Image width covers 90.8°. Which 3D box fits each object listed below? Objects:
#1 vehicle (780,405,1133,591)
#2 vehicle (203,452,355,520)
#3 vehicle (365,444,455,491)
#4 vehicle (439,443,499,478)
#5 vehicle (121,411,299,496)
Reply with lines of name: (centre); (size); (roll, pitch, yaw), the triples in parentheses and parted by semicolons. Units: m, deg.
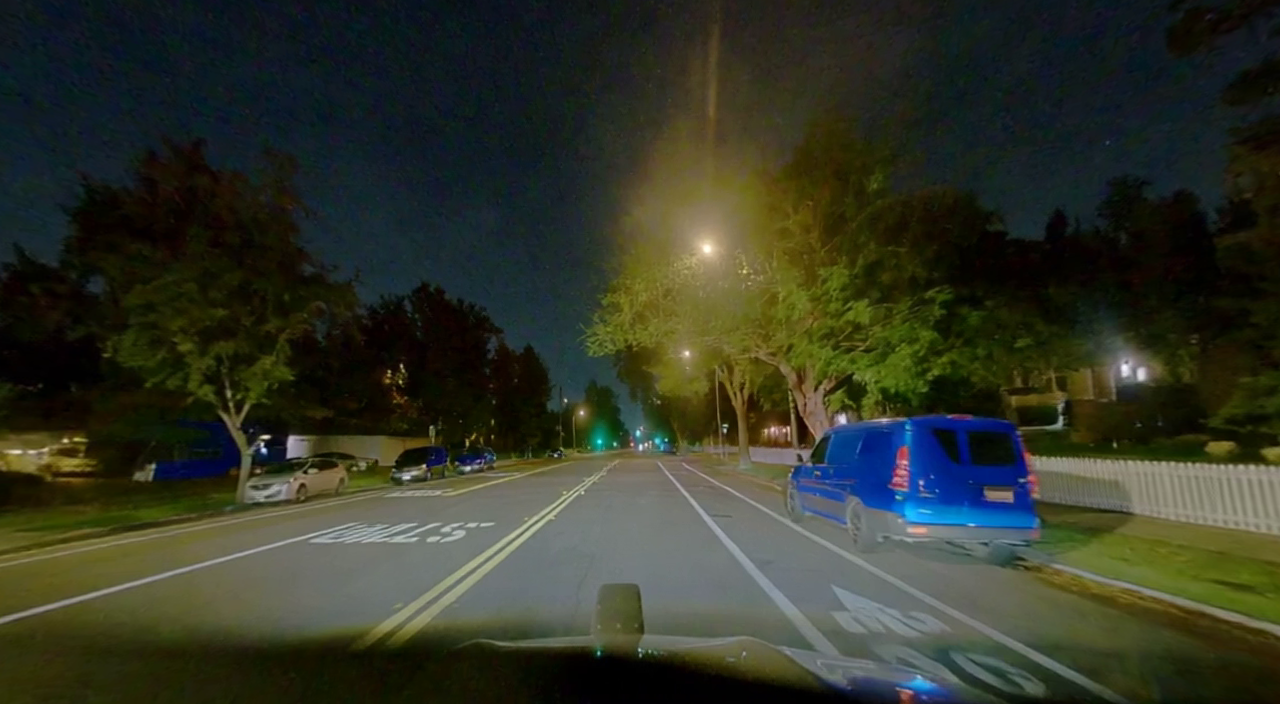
vehicle: (3.941, 1.949, 9.499); (2.407, 1.926, 5.615); (0, -9, 0)
vehicle: (-11.282, 4.156, 20.228); (2.186, 1.532, 4.751); (-5, -7, -1)
vehicle: (-11.102, 5.578, 31.065); (2.341, 1.835, 5.570); (-3, -7, 0)
vehicle: (-11.071, 7.025, 41.404); (2.241, 1.944, 5.709); (-4, -8, 0)
vehicle: (-17.995, 4.309, 27.100); (2.725, 3.122, 6.348); (-2, -9, 5)
